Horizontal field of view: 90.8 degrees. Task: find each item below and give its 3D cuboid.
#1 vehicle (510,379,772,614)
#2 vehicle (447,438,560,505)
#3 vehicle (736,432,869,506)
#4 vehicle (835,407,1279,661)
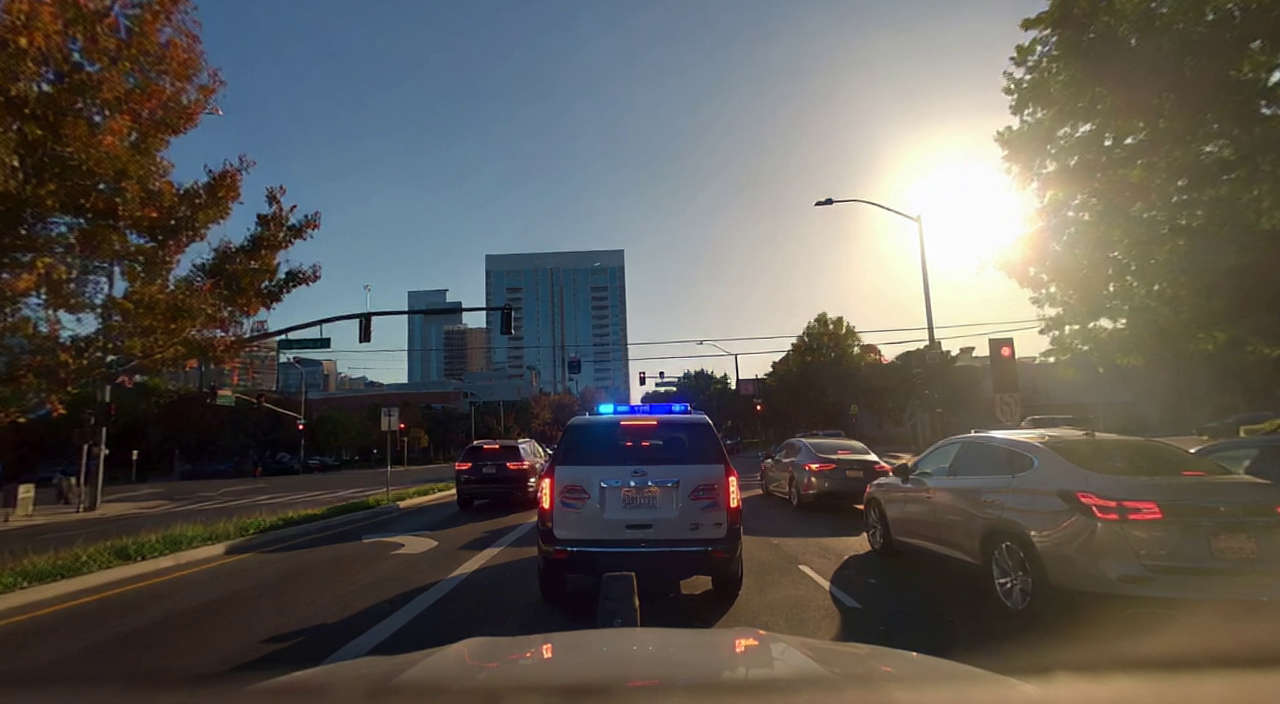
[{"bbox_3d":[-0.041,1.453,7.261,2.038,1.819,4.505,0,-8,-1],"label":"vehicle"},{"bbox_3d":[-3.315,2.984,16.210,1.913,1.464,4.276,0,-8,0],"label":"vehicle"},{"bbox_3d":[3.639,2.702,15.052,1.940,1.474,4.234,0,-8,-1],"label":"vehicle"},{"bbox_3d":[3.639,1.407,6.063,1.995,1.483,4.533,0,-8,-1],"label":"vehicle"}]
